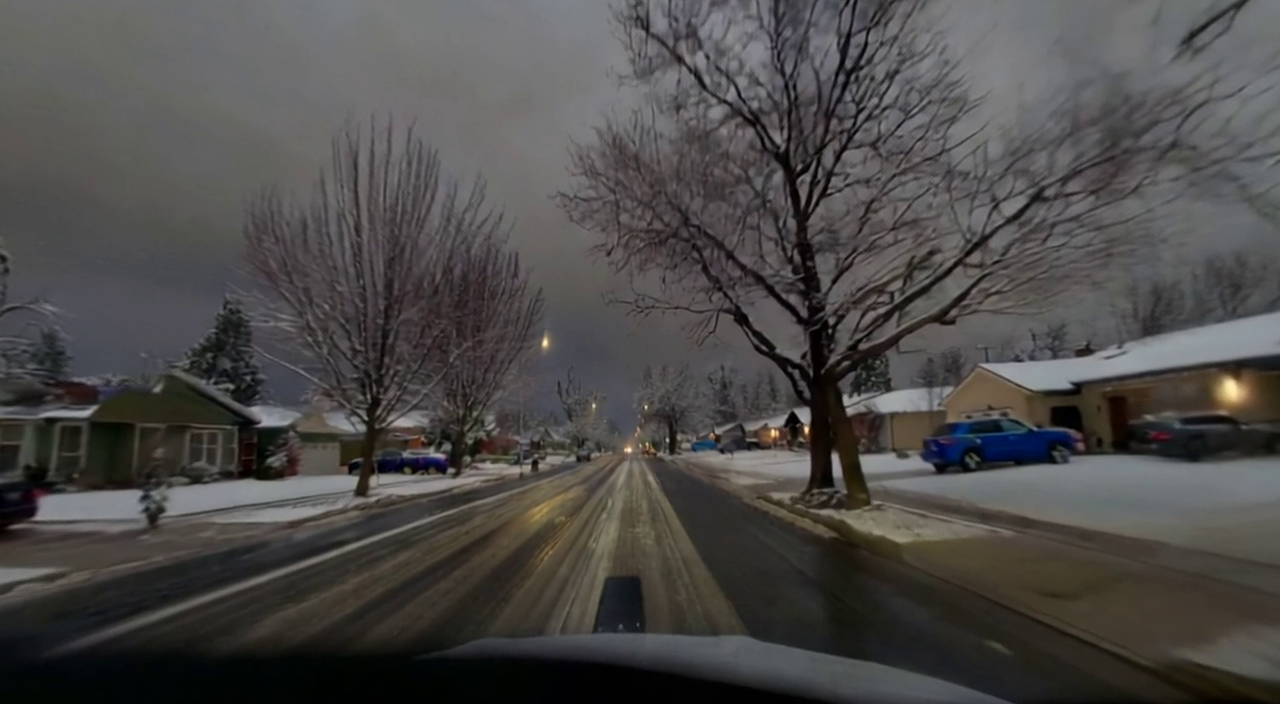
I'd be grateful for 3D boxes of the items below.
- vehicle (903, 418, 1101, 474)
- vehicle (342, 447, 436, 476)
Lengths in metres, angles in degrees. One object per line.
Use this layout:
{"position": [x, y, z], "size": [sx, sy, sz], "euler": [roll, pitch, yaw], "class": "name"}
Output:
{"position": [10.233, 2.700, 18.163], "size": [4.422, 1.488, 2.013], "euler": [0, -9, 0], "class": "vehicle"}
{"position": [-15.296, 6.702, 38.723], "size": [4.830, 1.725, 2.116], "euler": [0, -9, 1], "class": "vehicle"}
